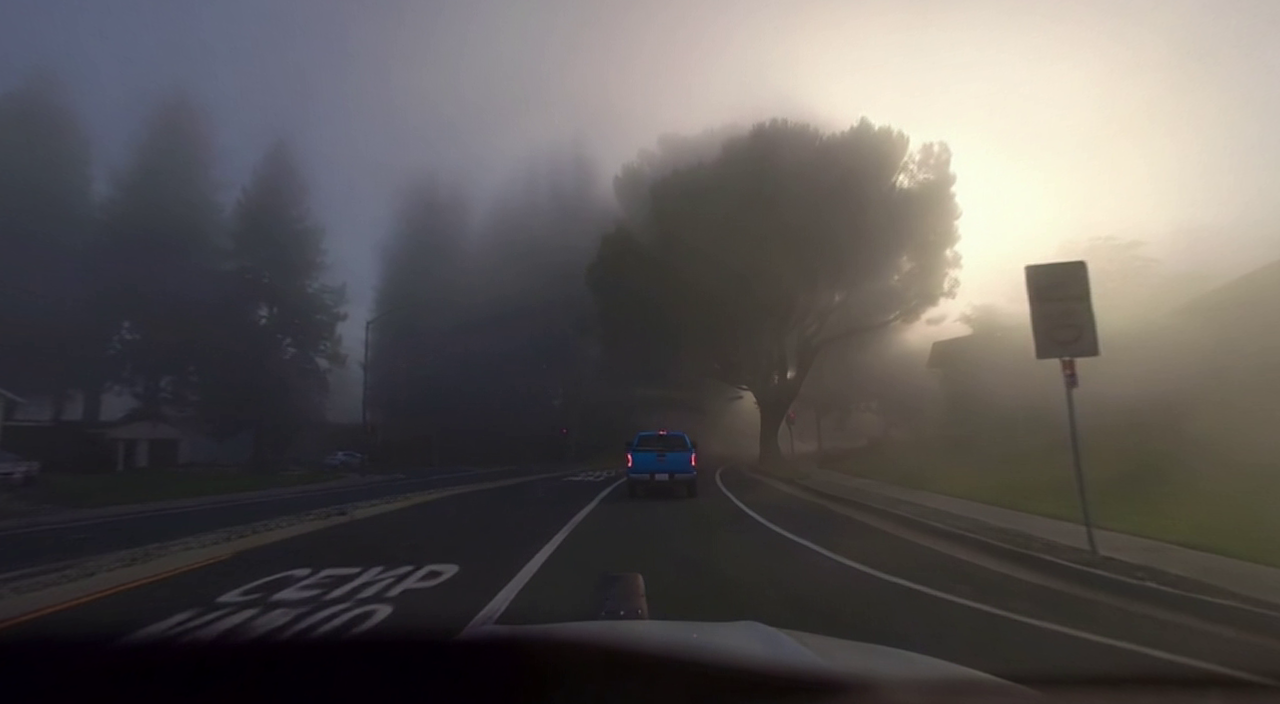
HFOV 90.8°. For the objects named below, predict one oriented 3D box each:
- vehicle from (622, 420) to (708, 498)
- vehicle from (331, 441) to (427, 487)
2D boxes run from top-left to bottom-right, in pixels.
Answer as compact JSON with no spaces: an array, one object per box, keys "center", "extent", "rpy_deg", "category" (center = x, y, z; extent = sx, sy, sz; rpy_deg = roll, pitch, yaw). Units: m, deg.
[{"center":[0.769,3.062,18.311],"extent":[2.153,1.942,4.767],"rpy_deg":[-1,-9,3],"category":"vehicle"},{"center":[-12.108,5.185,29.741],"extent":[2.053,1.822,4.852],"rpy_deg":[-2,-7,6],"category":"vehicle"}]
